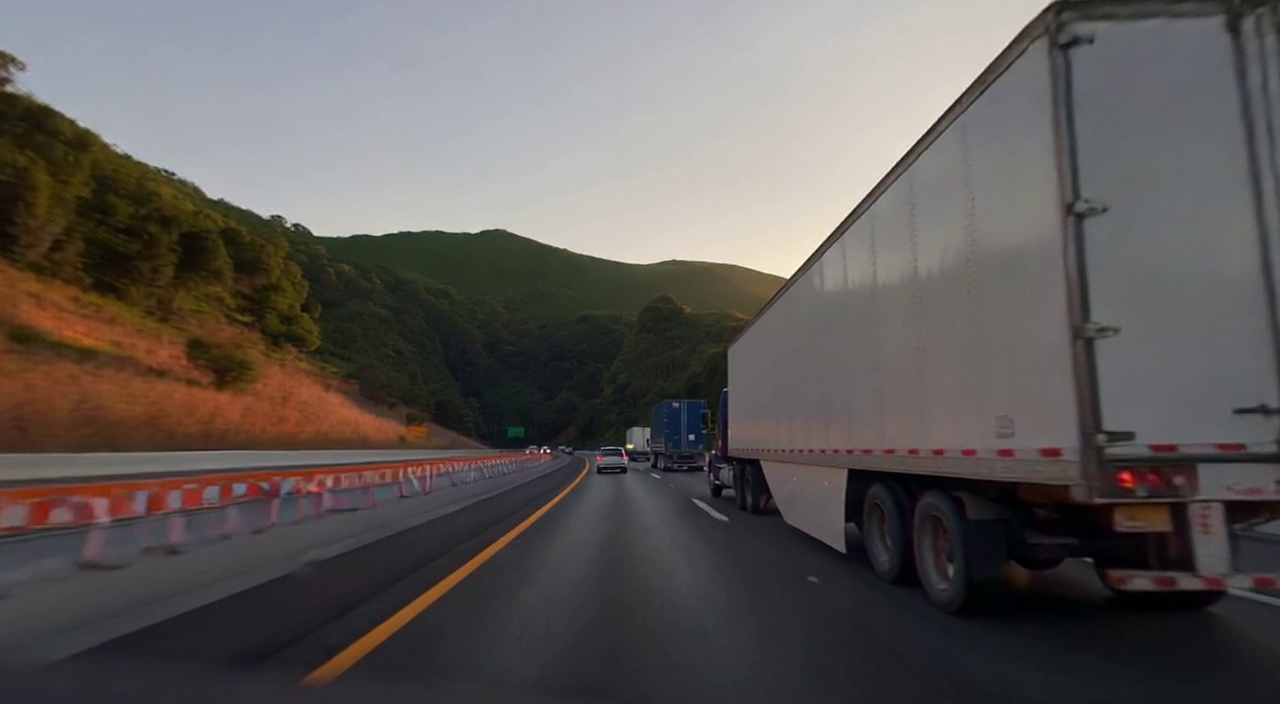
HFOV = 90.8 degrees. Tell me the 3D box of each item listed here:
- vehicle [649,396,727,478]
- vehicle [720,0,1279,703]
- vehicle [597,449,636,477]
[{"bbox_3d":[2.486,5.355,38.612,2.826,4.050,13.845,0,-9,-4],"label":"vehicle"},{"bbox_3d":[3.922,0.938,10.705,2.911,4.099,14.578,0,-9,-1],"label":"vehicle"},{"bbox_3d":[-1.290,5.993,34.213,2.029,1.437,3.794,0,-9,-3],"label":"vehicle"}]
